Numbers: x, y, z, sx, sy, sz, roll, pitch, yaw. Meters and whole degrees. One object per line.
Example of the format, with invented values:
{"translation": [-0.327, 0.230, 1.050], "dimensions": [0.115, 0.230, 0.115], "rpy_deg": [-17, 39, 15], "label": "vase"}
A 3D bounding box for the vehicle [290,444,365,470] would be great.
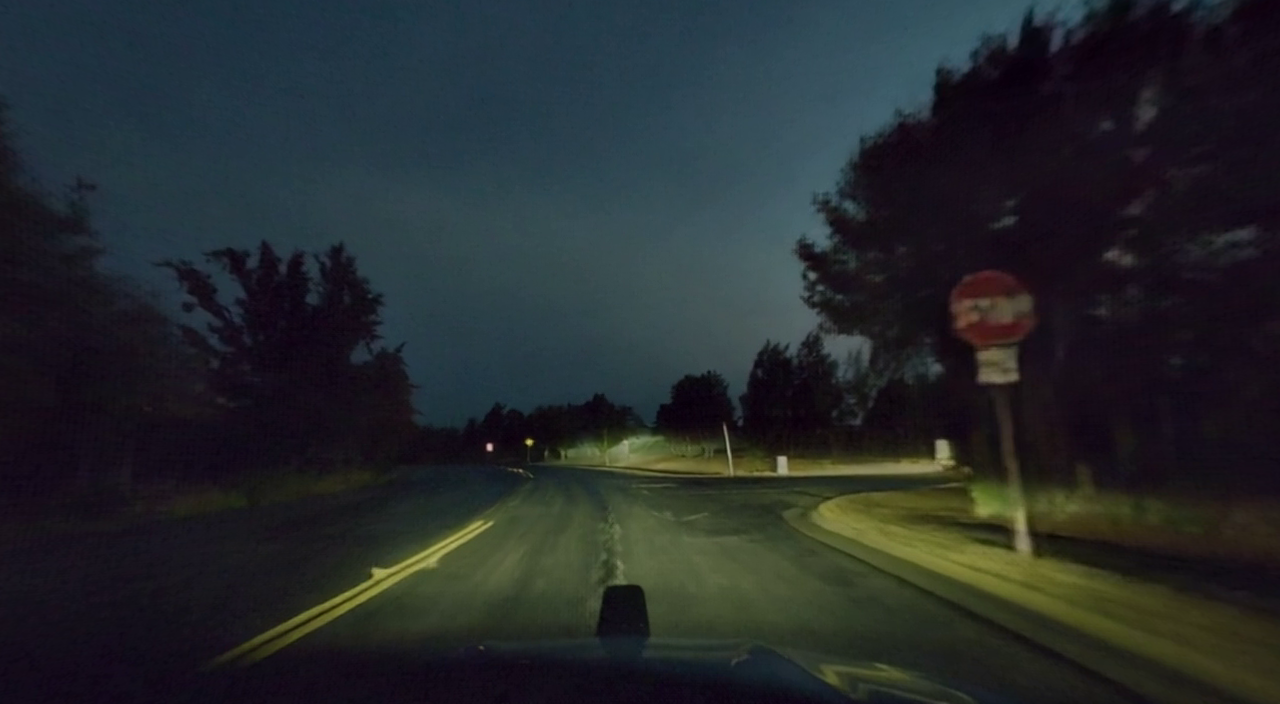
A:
{"translation": [-23.589, 7.936, 47.637], "dimensions": [4.562, 1.857, 2.129], "rpy_deg": [-1, -9, 9], "label": "vehicle"}
